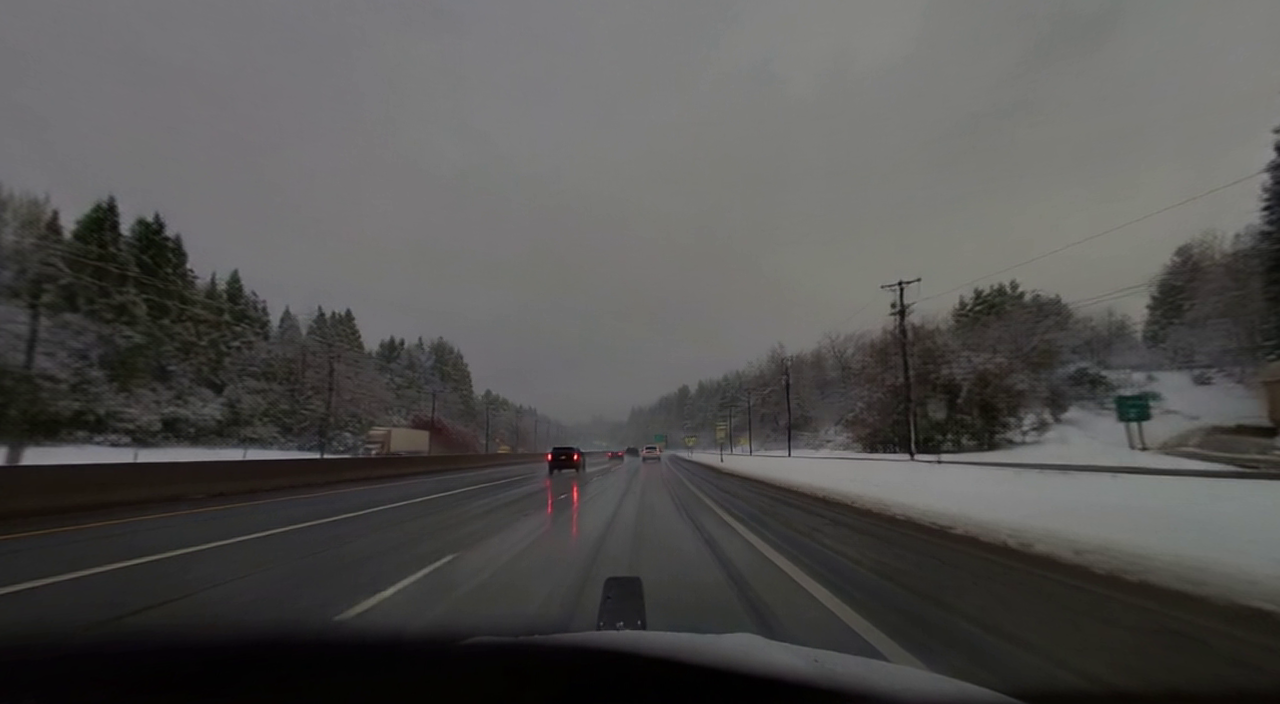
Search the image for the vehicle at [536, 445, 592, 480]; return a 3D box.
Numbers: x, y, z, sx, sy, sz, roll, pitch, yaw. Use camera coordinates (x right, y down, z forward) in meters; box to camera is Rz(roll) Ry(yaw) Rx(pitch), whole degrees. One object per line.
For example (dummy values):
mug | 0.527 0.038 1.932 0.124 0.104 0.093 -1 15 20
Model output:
vehicle | -3.820 5.669 32.616 2.263 1.696 4.321 0 -9 2
